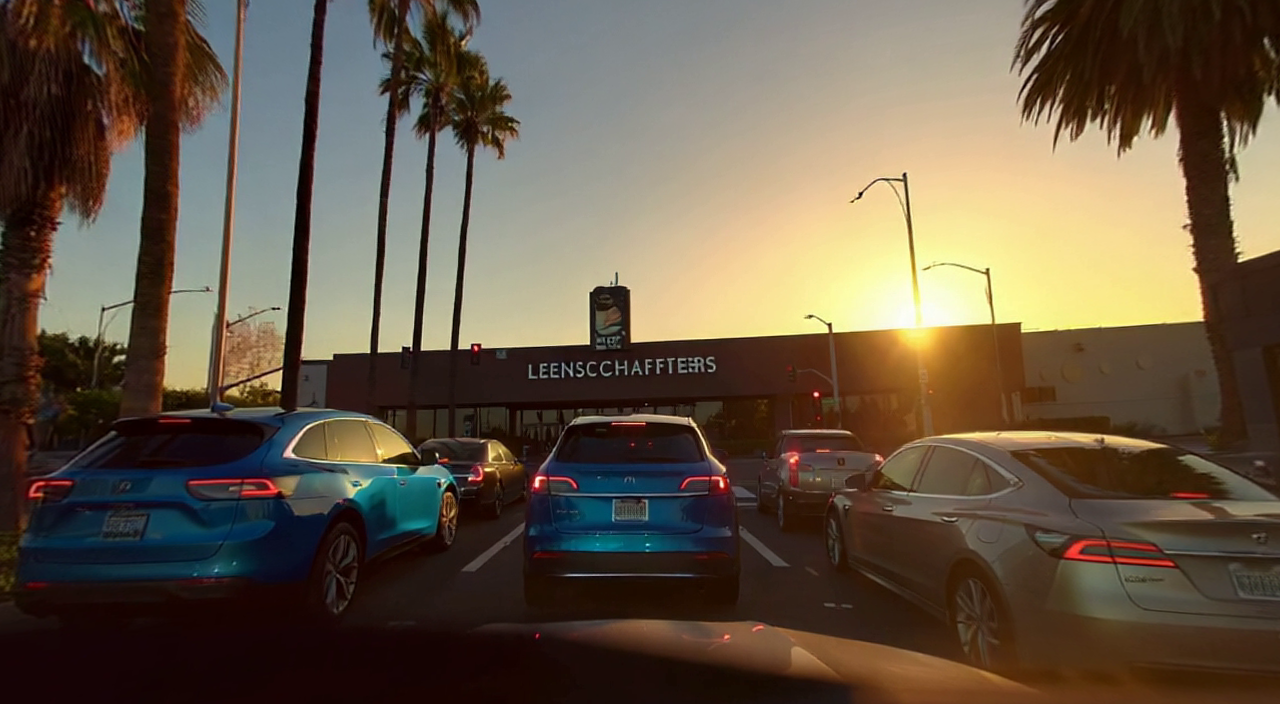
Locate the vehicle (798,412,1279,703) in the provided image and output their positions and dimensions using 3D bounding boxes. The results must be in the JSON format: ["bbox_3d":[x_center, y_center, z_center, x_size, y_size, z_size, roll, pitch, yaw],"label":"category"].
[{"bbox_3d":[2.960,1.369,5.260,2.017,1.491,4.611,0,-8,-1],"label":"vehicle"}]

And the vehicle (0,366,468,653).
[{"bbox_3d":[-3.347,1.282,6.129,2.014,1.755,4.360,0,-8,1],"label":"vehicle"}]

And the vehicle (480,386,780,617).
[{"bbox_3d":[-0.136,1.457,7.070,2.280,1.747,4.361,0,-8,-2],"label":"vehicle"}]
